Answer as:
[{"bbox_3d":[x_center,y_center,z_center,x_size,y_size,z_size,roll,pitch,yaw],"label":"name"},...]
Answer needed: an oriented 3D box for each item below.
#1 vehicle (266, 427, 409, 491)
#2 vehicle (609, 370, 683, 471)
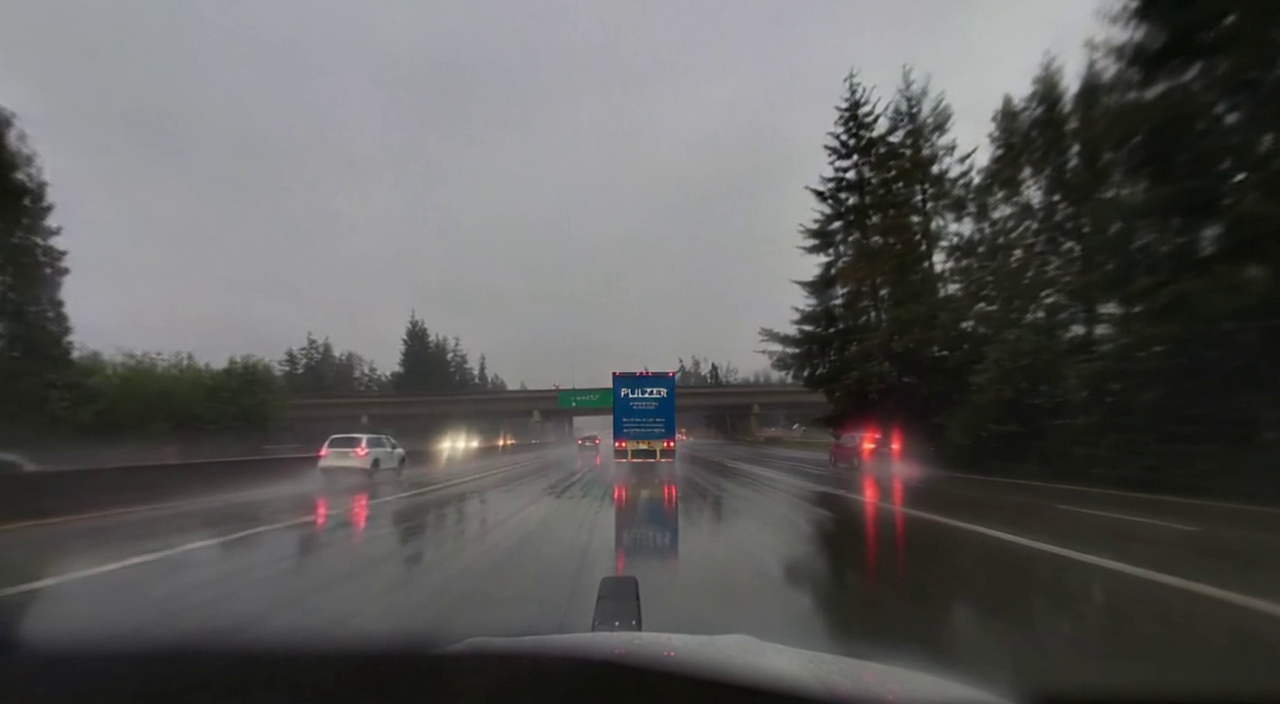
[{"bbox_3d":[-8.230,2.937,17.629,2.041,1.566,3.986,0,-8,0],"label":"vehicle"},{"bbox_3d":[0.093,3.505,30.845,2.926,3.959,11.818,0,-8,-1],"label":"vehicle"}]
